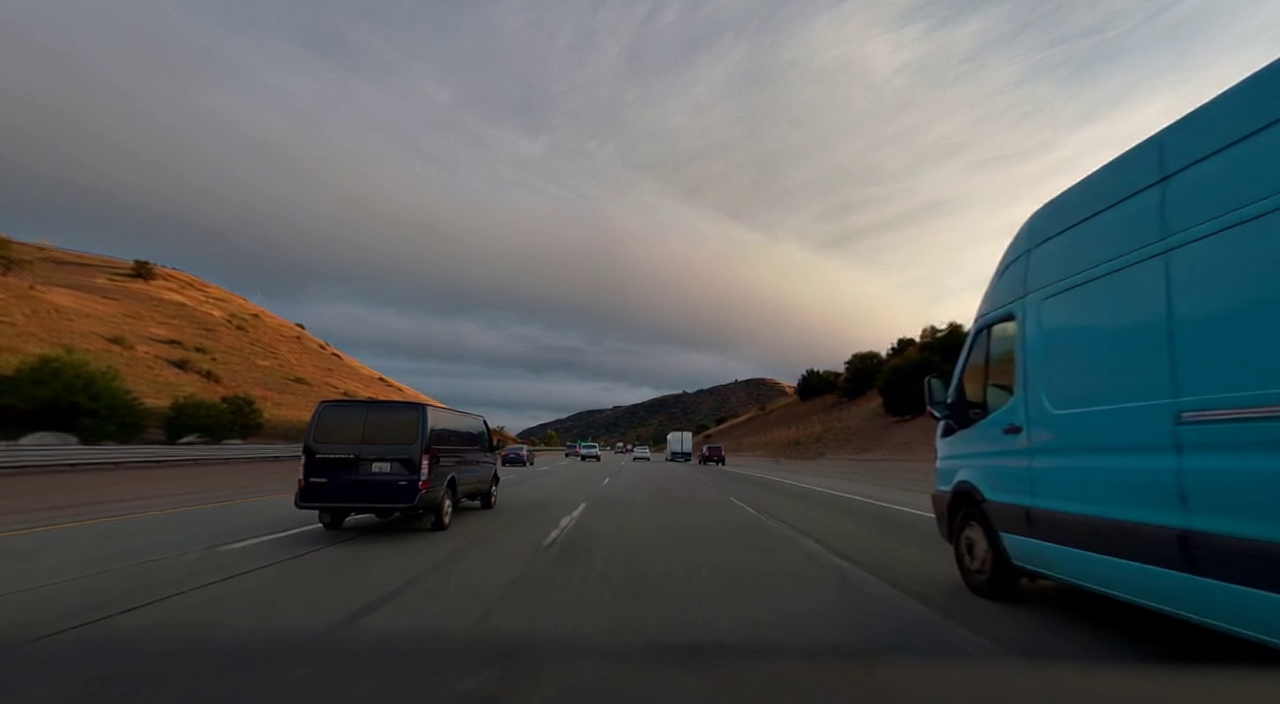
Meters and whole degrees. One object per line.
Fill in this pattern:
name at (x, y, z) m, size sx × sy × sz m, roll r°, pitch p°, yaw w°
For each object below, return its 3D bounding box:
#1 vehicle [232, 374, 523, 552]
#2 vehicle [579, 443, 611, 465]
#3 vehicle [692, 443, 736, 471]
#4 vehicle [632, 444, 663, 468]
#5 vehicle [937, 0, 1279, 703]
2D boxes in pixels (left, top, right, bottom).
vehicle at (-3.789, 1.816, 10.768) m, size 2.421 × 2.203 × 5.775 m, roll 0°, pitch -9°, yaw 0°
vehicle at (-3.389, 7.811, 48.480) m, size 2.138 × 1.581 × 4.340 m, roll 0°, pitch -9°, yaw 0°
vehicle at (4.380, 6.279, 37.877) m, size 2.051 × 1.598 × 4.145 m, roll 0°, pitch -9°, yaw -1°
vehicle at (0.491, 7.001, 42.613) m, size 2.014 × 1.543 × 3.804 m, roll 0°, pitch -9°, yaw 0°
vehicle at (4.236, 0.000, 2.395) m, size 2.764 × 3.260 × 7.019 m, roll 0°, pitch -9°, yaw 1°
